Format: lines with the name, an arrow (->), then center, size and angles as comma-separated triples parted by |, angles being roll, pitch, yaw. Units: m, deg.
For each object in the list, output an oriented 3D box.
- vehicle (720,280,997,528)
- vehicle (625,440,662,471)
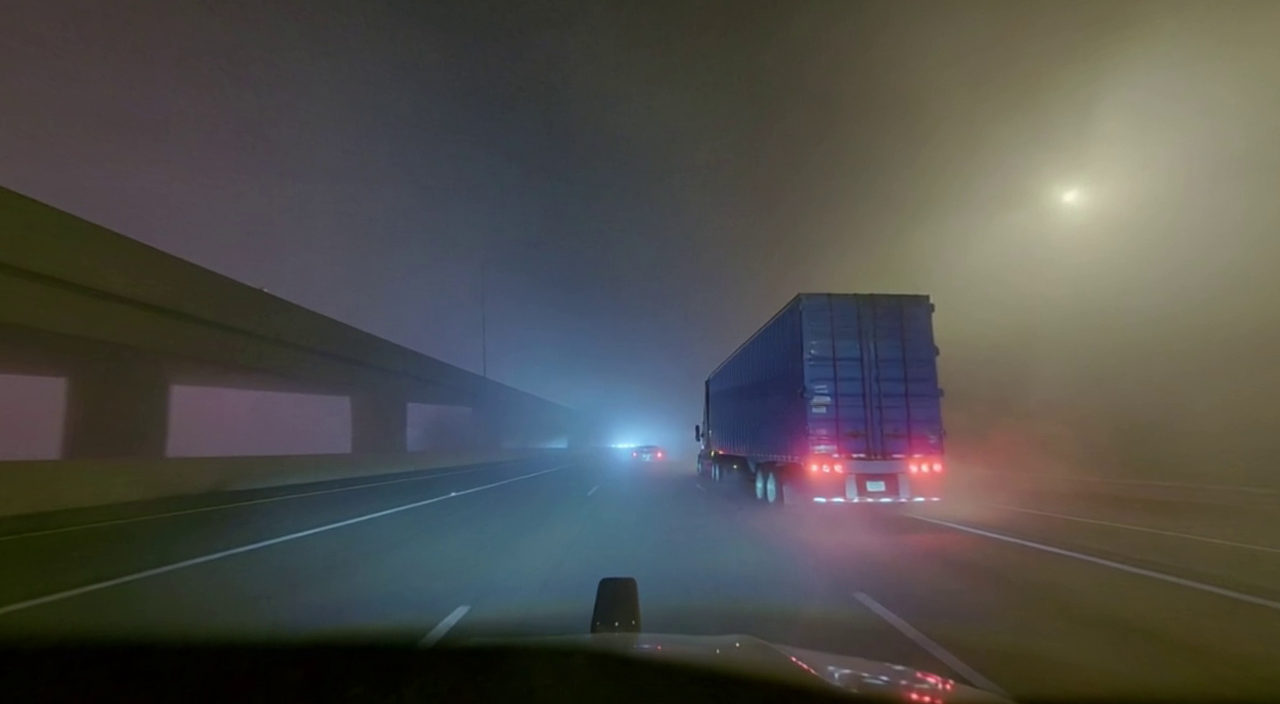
vehicle -> 4.168, 1.552, 15.363 | 2.964, 4.063, 10.072 | 0, -9, -1
vehicle -> 0.227, 6.075, 37.348 | 2.077, 1.716, 4.514 | 0, -9, 1
